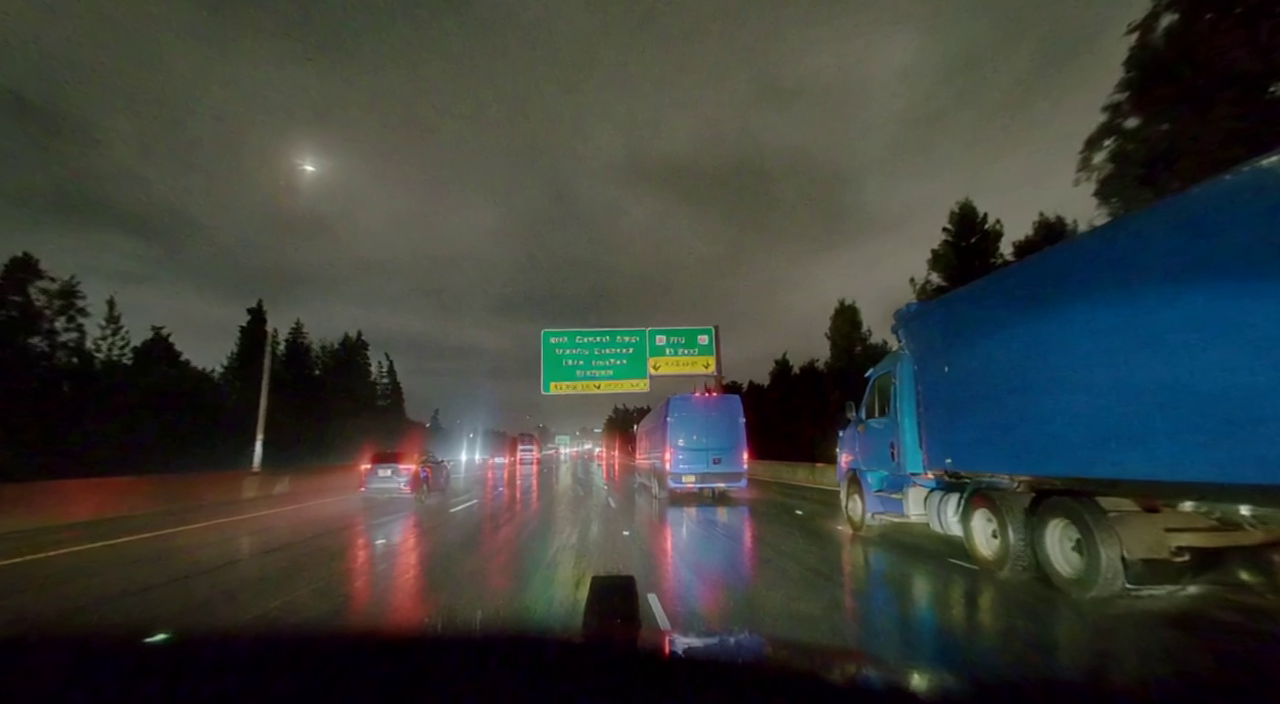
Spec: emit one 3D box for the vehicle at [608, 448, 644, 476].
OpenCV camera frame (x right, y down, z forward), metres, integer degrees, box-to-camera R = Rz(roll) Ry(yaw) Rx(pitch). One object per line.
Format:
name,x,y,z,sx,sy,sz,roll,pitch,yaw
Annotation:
vehicle,-0.884,6.376,36.569,1.906,1.499,3.843,0,-9,-4

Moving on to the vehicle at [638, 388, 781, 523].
vehicle,1.326,2.371,14.634,2.268,2.551,5.144,0,-9,-6

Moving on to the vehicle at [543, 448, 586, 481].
vehicle,-3.734,5.639,31.597,2.002,1.536,4.021,0,-9,-5

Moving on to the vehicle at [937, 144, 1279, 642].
vehicle,5.981,0.243,4.233,2.800,3.507,9.244,0,-9,-4

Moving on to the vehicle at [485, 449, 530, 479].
vehicle,-7.234,6.145,34.541,2.026,1.506,4.102,1,-9,-7

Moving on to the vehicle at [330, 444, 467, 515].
vehicle,-5.870,3.115,15.879,2.003,1.498,4.386,0,-9,-4
